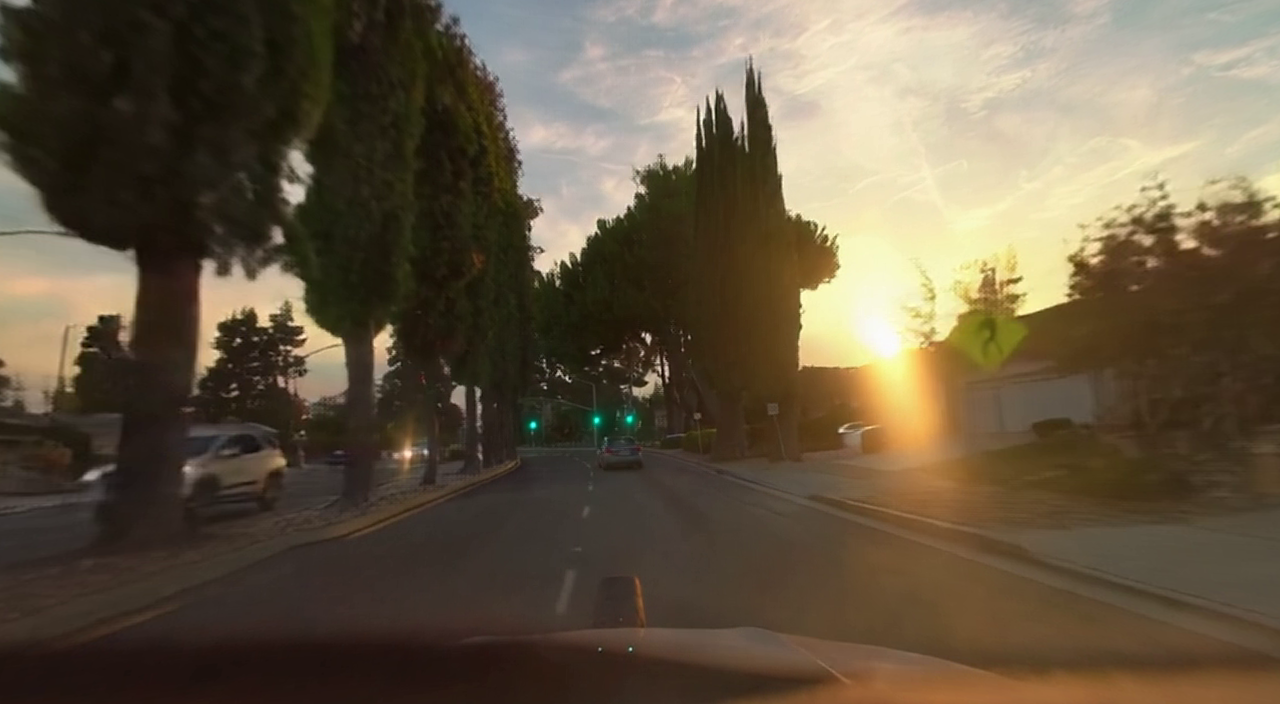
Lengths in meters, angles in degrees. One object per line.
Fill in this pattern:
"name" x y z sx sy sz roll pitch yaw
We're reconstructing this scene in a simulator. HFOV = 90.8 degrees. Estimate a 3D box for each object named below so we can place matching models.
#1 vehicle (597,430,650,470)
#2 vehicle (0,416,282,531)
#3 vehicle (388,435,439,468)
"vehicle" -0.826 4.537 29.273 1.990 1.707 4.225 1 -9 -8
"vehicle" -10.699 2.599 14.233 2.334 2.022 5.653 0 -8 -5
"vehicle" -14.979 6.606 42.138 2.259 1.973 5.712 1 -9 -11
